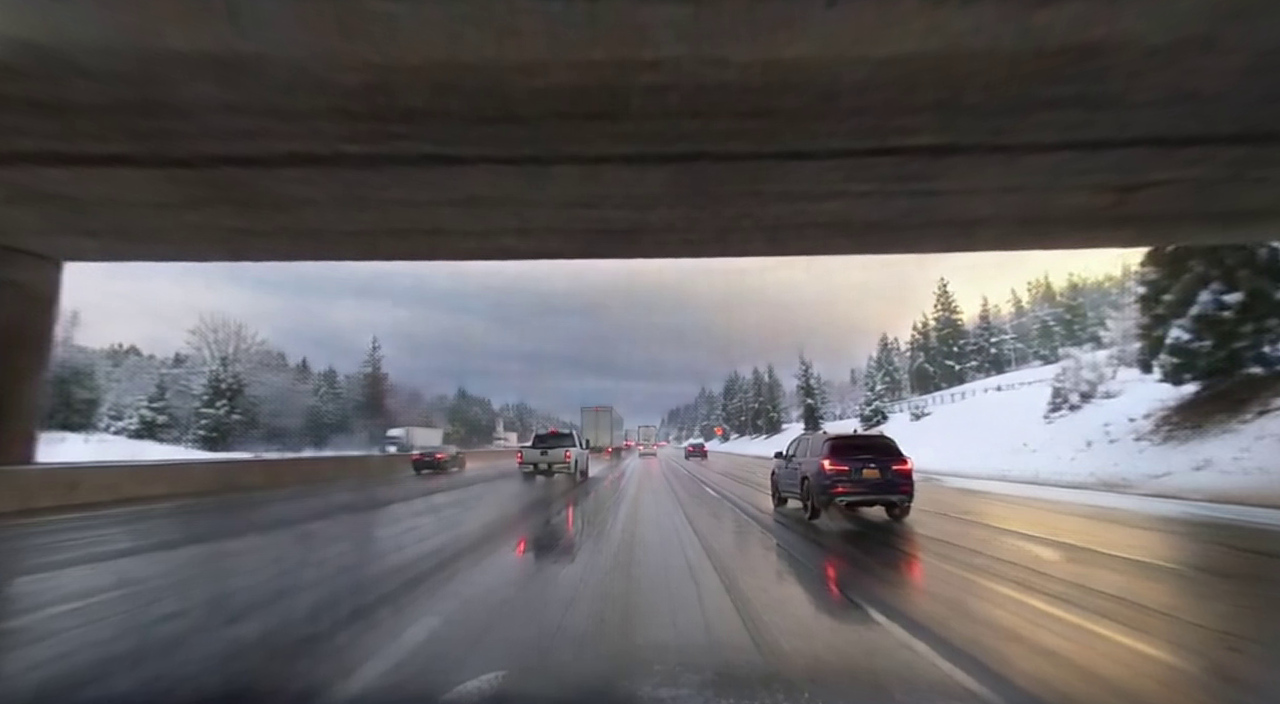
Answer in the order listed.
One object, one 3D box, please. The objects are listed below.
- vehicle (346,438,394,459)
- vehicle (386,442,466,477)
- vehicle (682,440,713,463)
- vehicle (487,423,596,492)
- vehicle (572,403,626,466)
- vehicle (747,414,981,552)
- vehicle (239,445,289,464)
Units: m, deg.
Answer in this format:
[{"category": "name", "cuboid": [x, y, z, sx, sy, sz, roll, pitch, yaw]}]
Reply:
[{"category": "vehicle", "cuboid": [-21.226, 7.611, 49.786, 2.145, 1.512, 3.656, 0, -8, 0]}, {"category": "vehicle", "cuboid": [-9.857, 4.974, 29.512, 1.981, 1.495, 4.834, 0, -8, 1]}, {"category": "vehicle", "cuboid": [4.400, 7.667, 48.863, 2.026, 1.661, 3.865, 0, -8, -1]}, {"category": "vehicle", "cuboid": [-3.141, 3.602, 22.010, 2.645, 2.023, 6.491, 0, -8, 1]}, {"category": "vehicle", "cuboid": [-2.869, 6.583, 49.378, 2.869, 4.108, 15.564, 0, -8, 1]}, {"category": "vehicle", "cuboid": [3.103, 1.913, 9.903, 2.028, 1.658, 4.334, 0, -8, -1]}, {"category": "vehicle", "cuboid": [-28.484, 7.755, 47.865, 1.496, 1.368, 3.456, -1, -9, 3]}]
